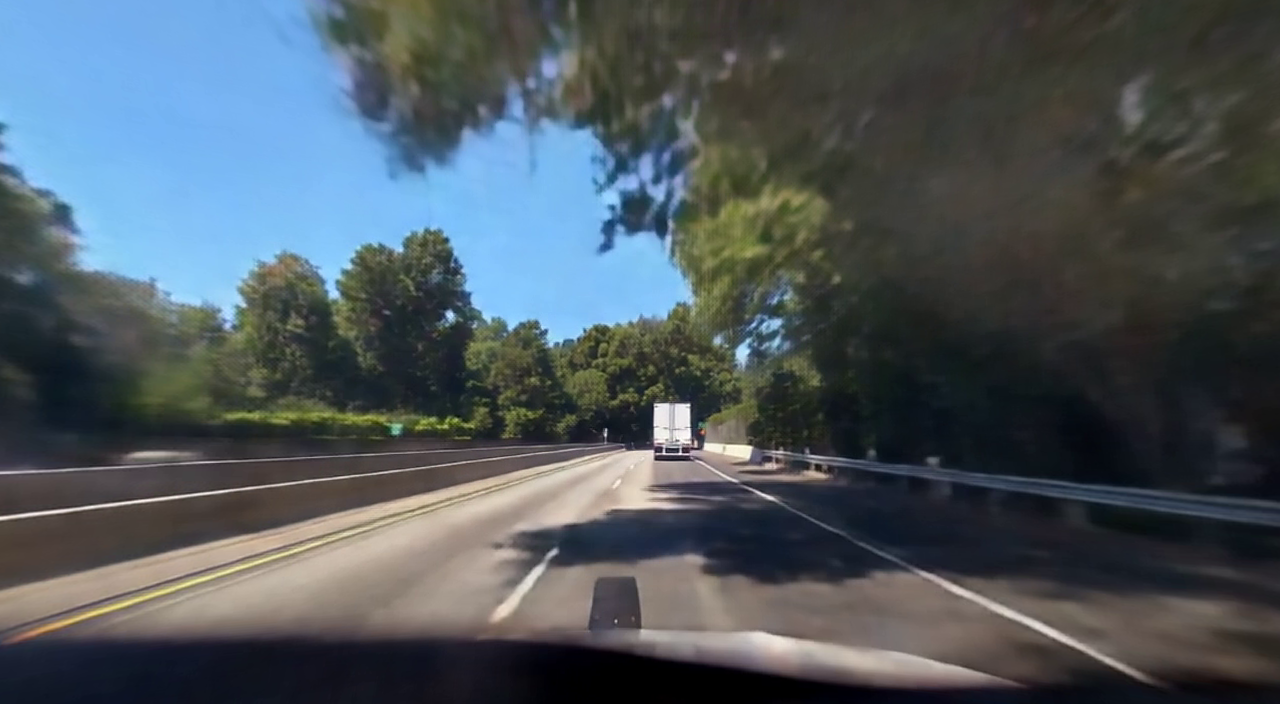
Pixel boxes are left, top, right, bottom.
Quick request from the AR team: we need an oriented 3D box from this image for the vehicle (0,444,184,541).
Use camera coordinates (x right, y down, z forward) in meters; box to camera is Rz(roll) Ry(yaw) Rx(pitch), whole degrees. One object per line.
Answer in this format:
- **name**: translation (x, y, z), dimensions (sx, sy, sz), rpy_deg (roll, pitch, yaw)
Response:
- **vehicle**: translation (-10.538, 2.357, 11.107), dimensions (1.860, 1.421, 4.177), rpy_deg (-1, -8, 0)
